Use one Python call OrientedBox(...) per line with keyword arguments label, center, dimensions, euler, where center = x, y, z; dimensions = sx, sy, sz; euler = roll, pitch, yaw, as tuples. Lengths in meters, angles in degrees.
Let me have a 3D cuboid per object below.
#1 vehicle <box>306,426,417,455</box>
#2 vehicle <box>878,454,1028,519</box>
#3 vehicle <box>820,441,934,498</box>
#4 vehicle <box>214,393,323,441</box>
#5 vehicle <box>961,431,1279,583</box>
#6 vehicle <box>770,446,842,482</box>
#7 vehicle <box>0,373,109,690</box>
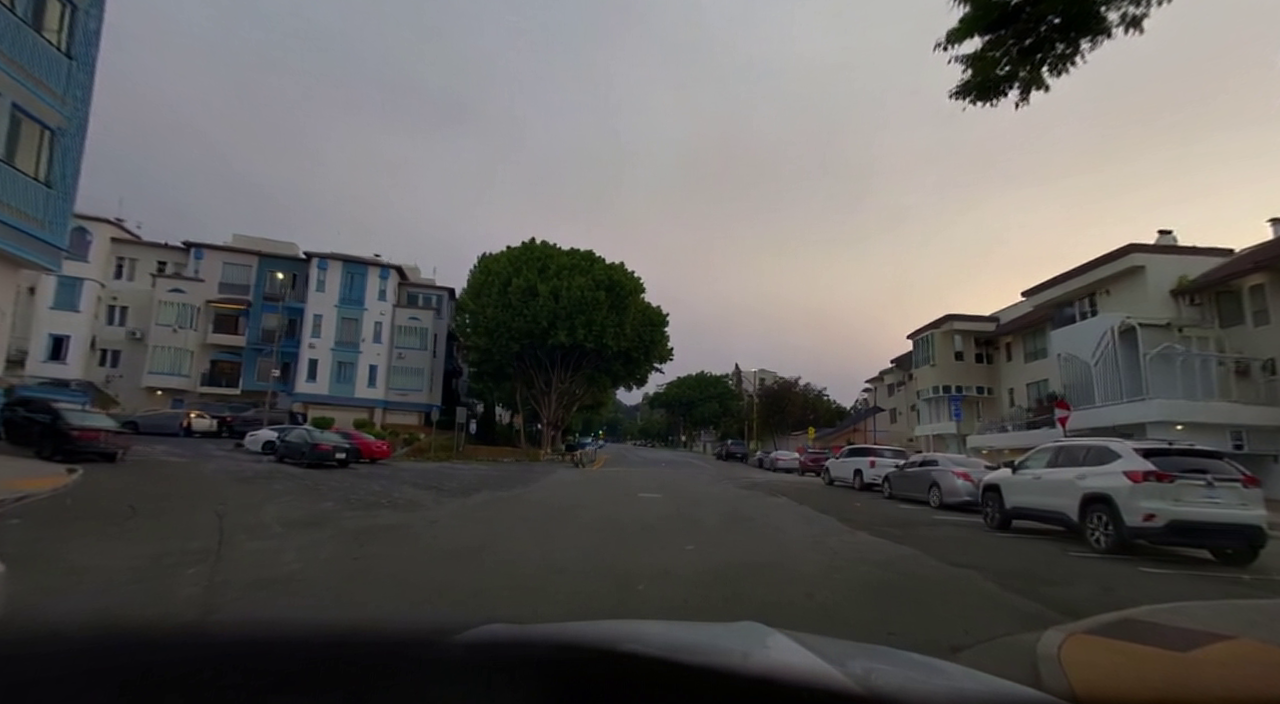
OrientedBox(label="vehicle", center=(-13.575, 4.362, 31.029), dimensions=(4.603, 1.335, 1.889), euler=(1, -8, -8))
OrientedBox(label="vehicle", center=(7.826, 3.362, 16.315), dimensions=(1.900, 1.368, 4.176), euler=(-1, -8, 3))
OrientedBox(label="vehicle", center=(7.936, 3.957, 21.761), dimensions=(1.917, 1.704, 4.840), euler=(0, -8, -2))
OrientedBox(label="vehicle", center=(-18.698, 3.289, 31.818), dimensions=(4.598, 1.645, 2.019), euler=(7, -5, 20))
OrientedBox(label="vehicle", center=(7.512, 2.220, 10.142), dimensions=(2.181, 1.792, 5.066), euler=(0, -8, 2))
OrientedBox(label="vehicle", center=(7.877, 5.368, 30.559), dimensions=(2.122, 1.554, 4.777), euler=(0, -8, -1))
OrientedBox(label="vehicle", center=(-4.401, 0.692, 1.438), dimensions=(2.285, 1.712, 5.200), euler=(1, -8, -7))
